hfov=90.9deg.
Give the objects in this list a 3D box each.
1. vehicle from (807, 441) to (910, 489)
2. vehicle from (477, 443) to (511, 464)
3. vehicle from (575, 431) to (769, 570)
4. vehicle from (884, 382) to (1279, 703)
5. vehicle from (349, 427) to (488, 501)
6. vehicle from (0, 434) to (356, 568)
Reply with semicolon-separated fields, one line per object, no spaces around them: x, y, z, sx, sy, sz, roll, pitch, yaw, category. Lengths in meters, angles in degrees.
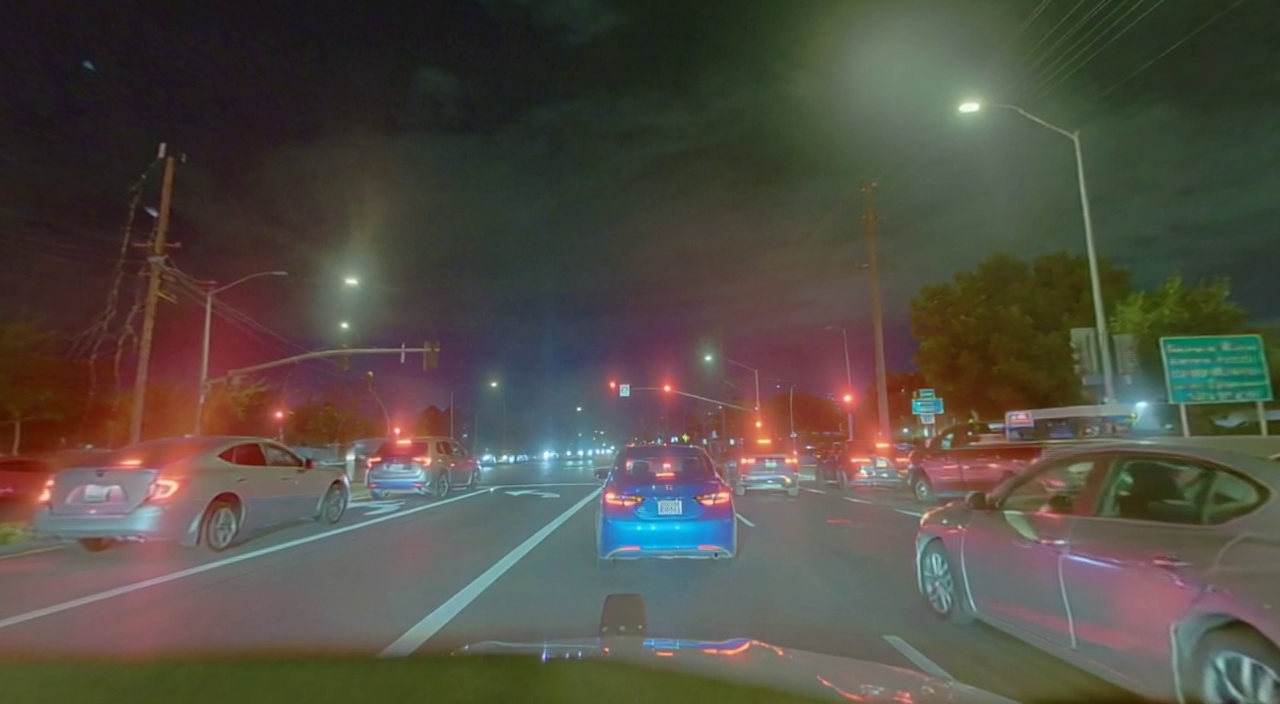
7.283;3.778;21.545;1.867;1.459;4.436;0;-8;-1;vehicle
-11.540;8.051;49.993;1.771;1.574;3.817;-1;-8;0;vehicle
0.330;1.906;8.901;2.109;1.483;3.964;0;-8;0;vehicle
3.129;1.065;3.537;1.870;1.523;4.096;0;-8;0;vehicle
-6.237;3.209;18.582;2.070;1.824;5.196;-1;-8;2;vehicle
-6.405;2.035;9.551;1.955;1.497;4.639;-1;-8;1;vehicle
